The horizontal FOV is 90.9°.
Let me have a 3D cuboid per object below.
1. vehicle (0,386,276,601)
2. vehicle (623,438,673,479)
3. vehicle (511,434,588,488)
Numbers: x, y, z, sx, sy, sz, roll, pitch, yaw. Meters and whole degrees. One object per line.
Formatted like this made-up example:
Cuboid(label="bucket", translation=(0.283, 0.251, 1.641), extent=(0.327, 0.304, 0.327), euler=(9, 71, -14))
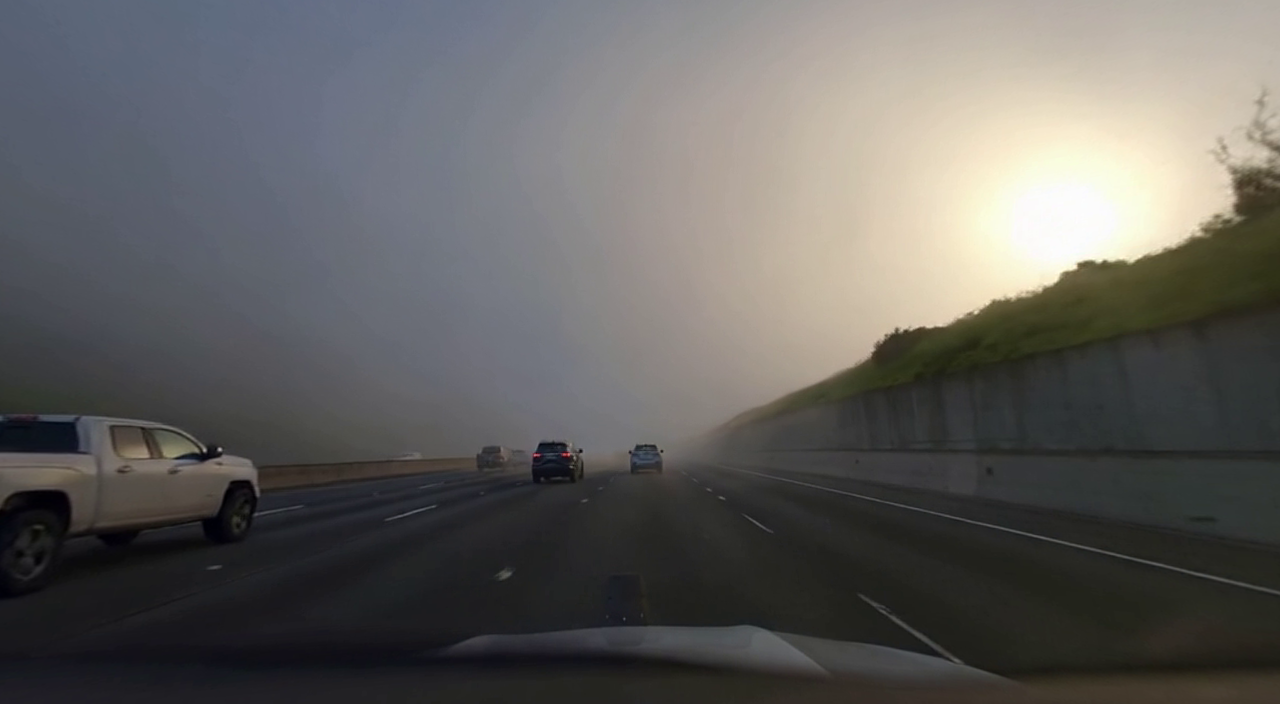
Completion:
Cuboid(label="vehicle", translation=(-6.635, 1.447, 6.877), extent=(2.108, 1.856, 5.214), euler=(0, -9, 1))
Cuboid(label="vehicle", translation=(0.362, 5.075, 30.232), extent=(2.233, 1.804, 4.273), euler=(0, -9, 0))
Cuboid(label="vehicle", translation=(-3.236, 4.021, 23.545), extent=(2.093, 1.820, 4.506), euler=(0, -9, 1))
